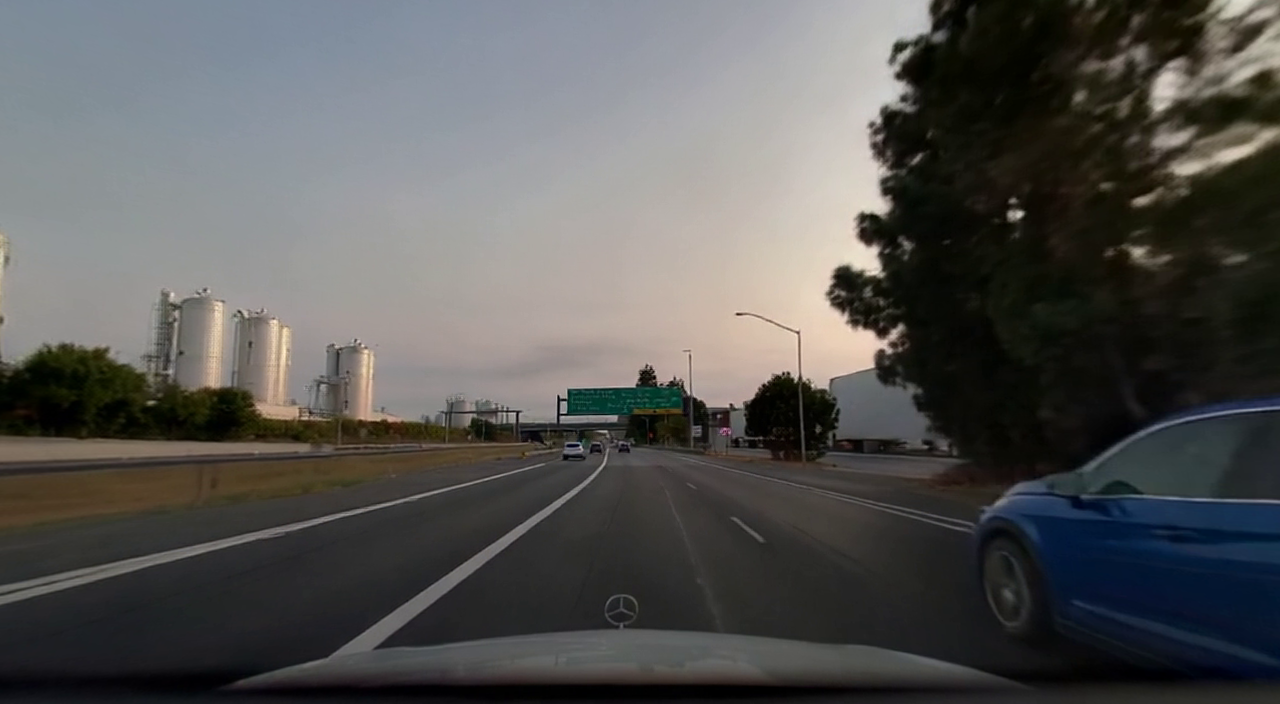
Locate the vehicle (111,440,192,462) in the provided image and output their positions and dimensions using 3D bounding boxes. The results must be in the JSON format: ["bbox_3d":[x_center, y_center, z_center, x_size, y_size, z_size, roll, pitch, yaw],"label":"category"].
[{"bbox_3d":[-35.985,7.284,46.545,1.837,1.541,4.634,-1,-9,10],"label":"vehicle"}]

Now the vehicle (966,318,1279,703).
[{"bbox_3d":[3.637,0.741,2.249,2.296,1.790,5.067,0,-9,1],"label":"vehicle"}]

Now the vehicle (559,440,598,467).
[{"bbox_3d":[-3.793,6.332,39.428,2.012,1.571,4.232,0,-9,0],"label":"vehicle"}]
